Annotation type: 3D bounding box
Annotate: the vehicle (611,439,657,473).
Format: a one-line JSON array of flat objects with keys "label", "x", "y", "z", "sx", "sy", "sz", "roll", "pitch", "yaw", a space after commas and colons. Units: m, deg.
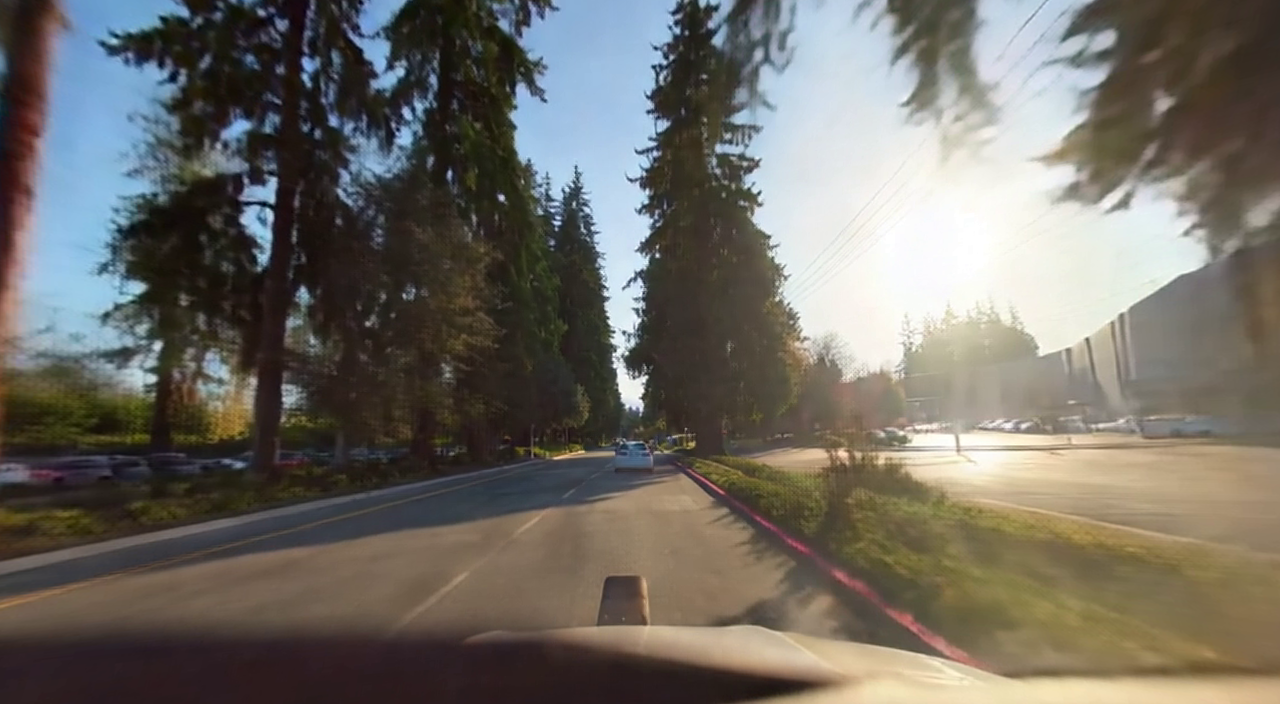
[{"label": "vehicle", "x": -0.275, "y": 4.875, "z": 29.598, "sx": 1.991, "sy": 1.463, "sz": 3.988, "roll": 0, "pitch": -9, "yaw": 0}]
